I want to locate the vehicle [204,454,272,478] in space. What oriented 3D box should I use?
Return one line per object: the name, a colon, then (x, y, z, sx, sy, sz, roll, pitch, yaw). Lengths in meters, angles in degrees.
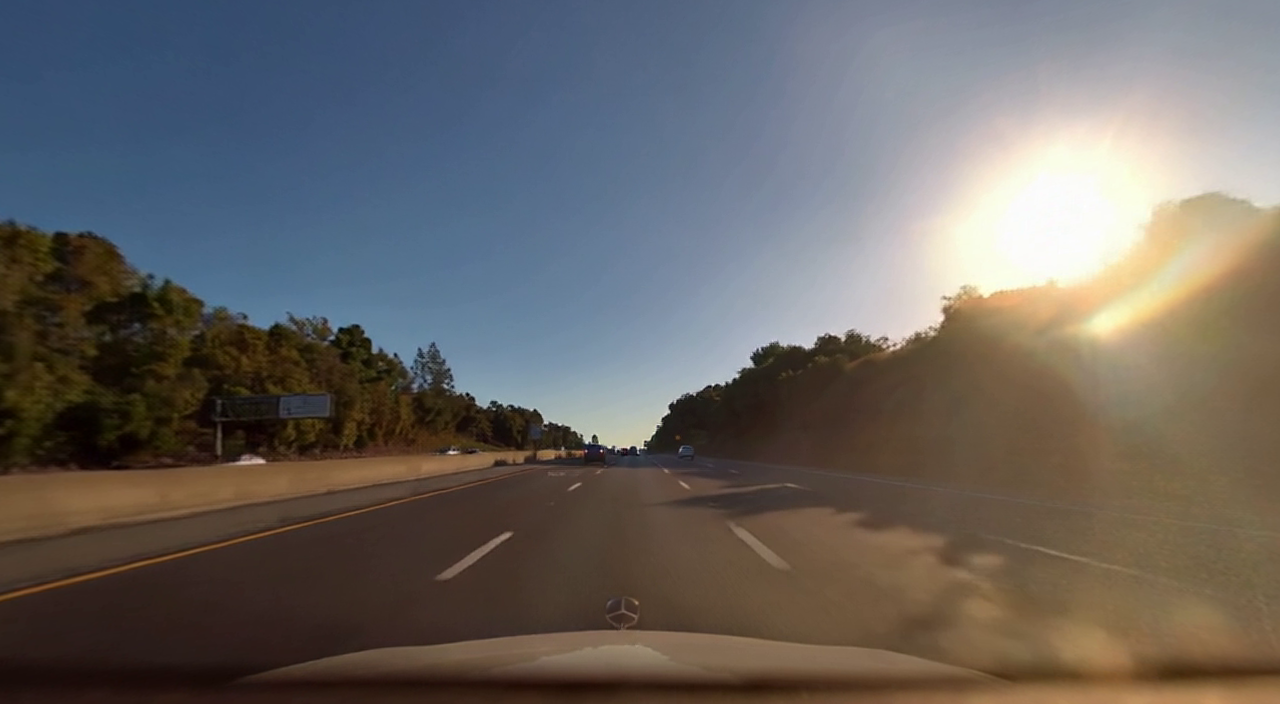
vehicle: (-29.009, 8.206, 45.777, 1.904, 1.613, 4.660, 0, -9, -1)
